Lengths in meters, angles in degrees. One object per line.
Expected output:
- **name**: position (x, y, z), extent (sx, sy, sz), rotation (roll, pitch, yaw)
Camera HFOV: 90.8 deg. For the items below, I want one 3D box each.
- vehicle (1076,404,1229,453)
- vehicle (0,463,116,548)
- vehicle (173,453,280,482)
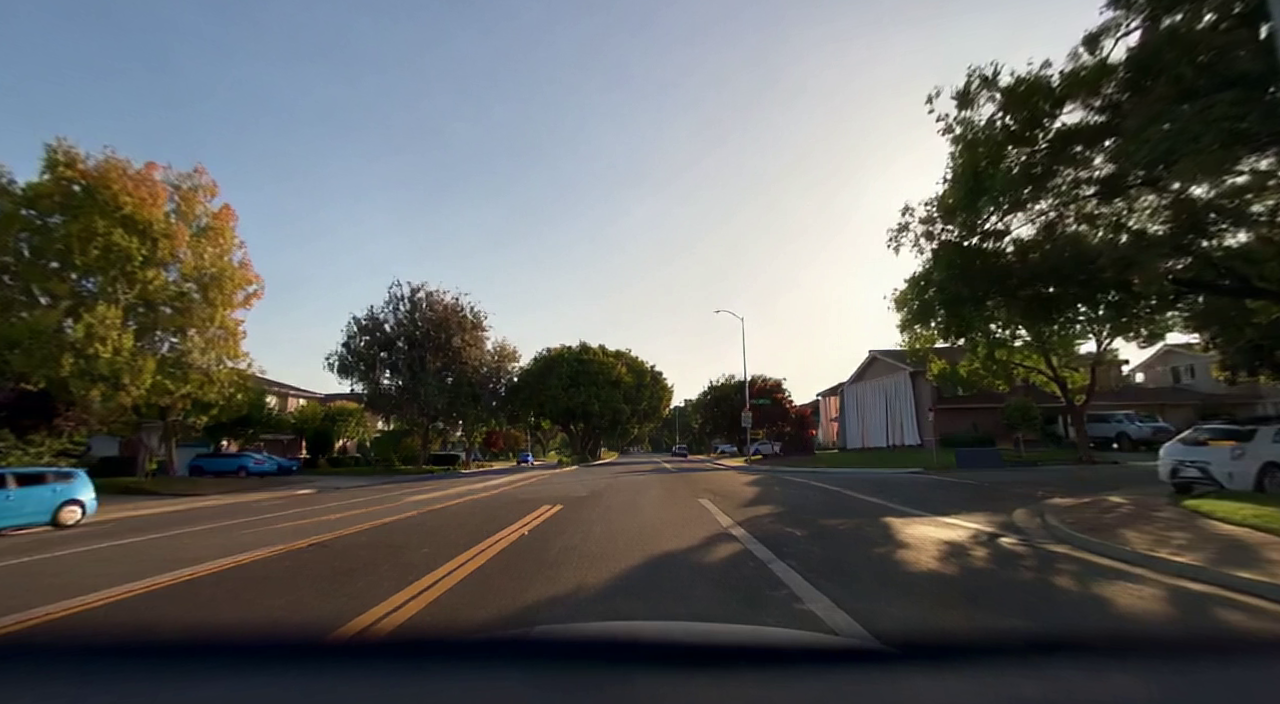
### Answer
- **vehicle**: position (26.379, 3.995, 32.744), extent (5.595, 2.365, 2.241), rotation (-1, -9, 6)
- **vehicle**: position (-12.906, 2.929, 11.947), extent (1.992, 1.534, 4.802), rotation (-2, -9, -2)
- **vehicle**: position (-22.993, 6.414, 35.262), extent (4.486, 1.509, 2.189), rotation (-1, -9, 1)
